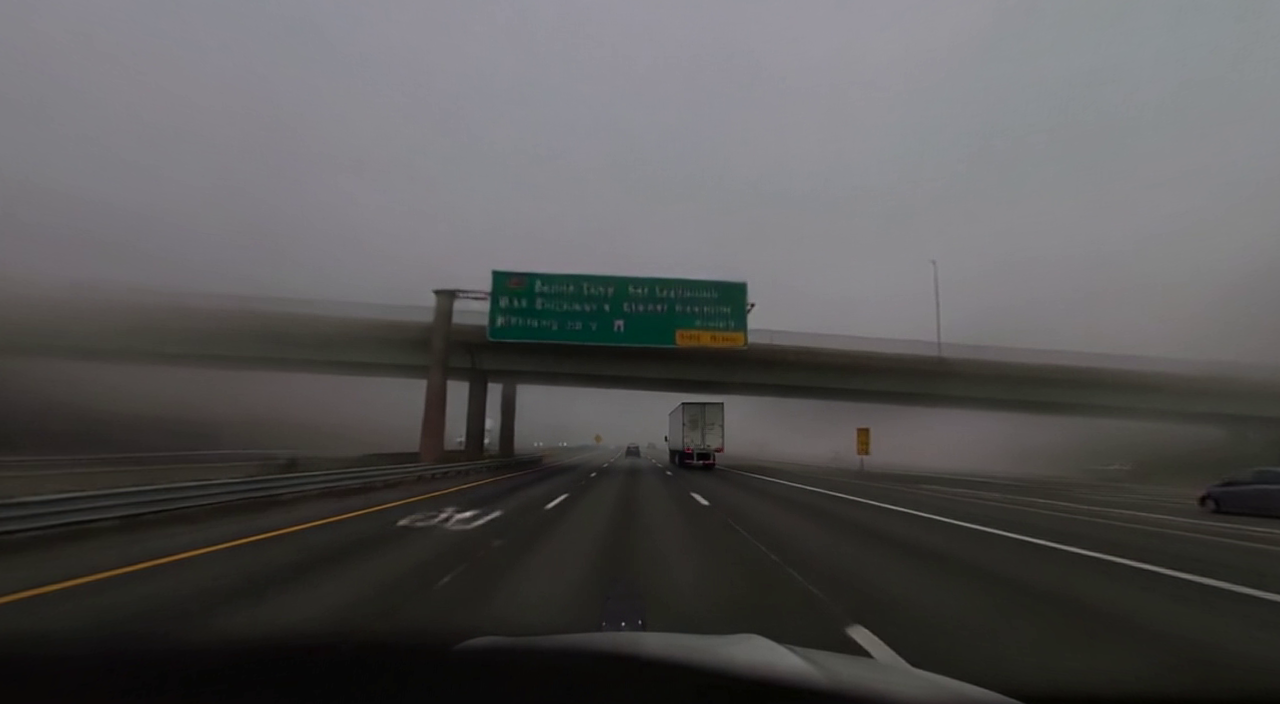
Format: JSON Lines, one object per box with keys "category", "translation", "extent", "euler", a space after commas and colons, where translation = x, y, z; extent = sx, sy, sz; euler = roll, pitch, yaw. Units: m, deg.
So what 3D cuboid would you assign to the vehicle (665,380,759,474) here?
{"category": "vehicle", "translation": [3.543, 4.486, 35.795], "extent": [3.323, 4.262, 14.056], "euler": [0, -9, -2]}
